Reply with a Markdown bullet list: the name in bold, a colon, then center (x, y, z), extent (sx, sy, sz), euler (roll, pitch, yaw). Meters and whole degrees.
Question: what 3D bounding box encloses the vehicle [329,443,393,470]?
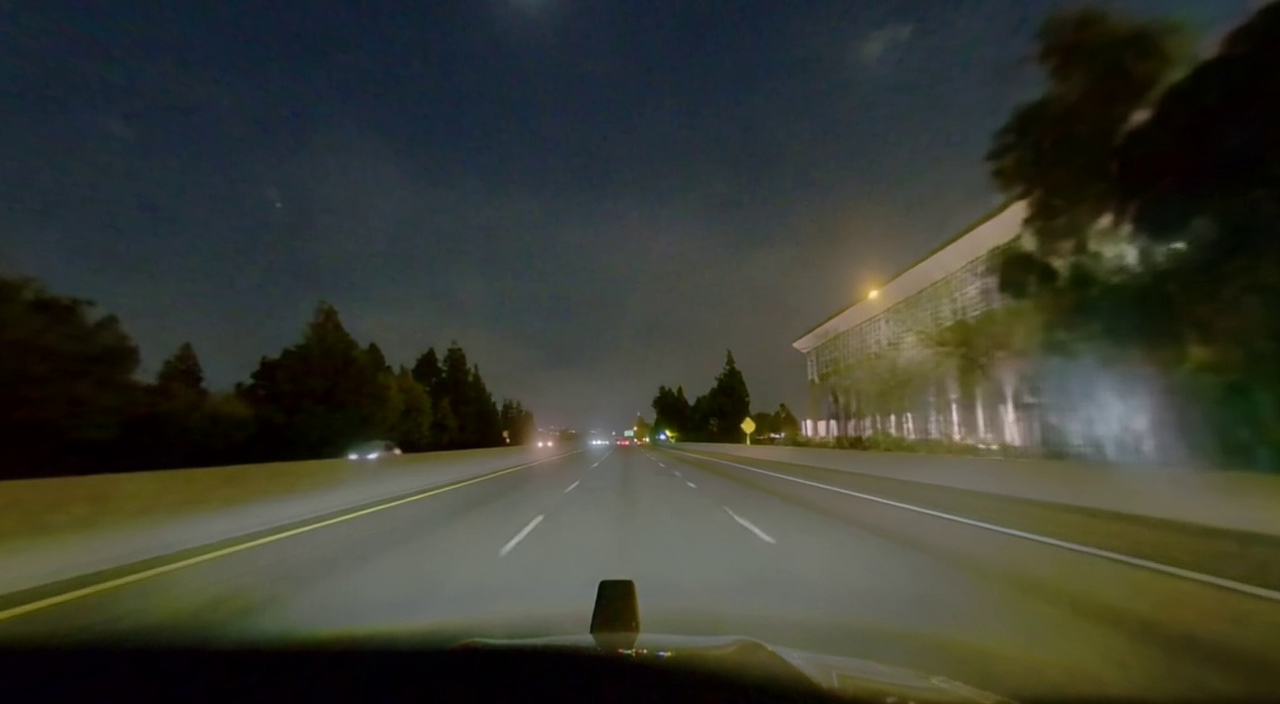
- **vehicle**: center (-17.436, 6.539, 39.652), extent (1.913, 1.494, 4.609), euler (0, -8, 0)
